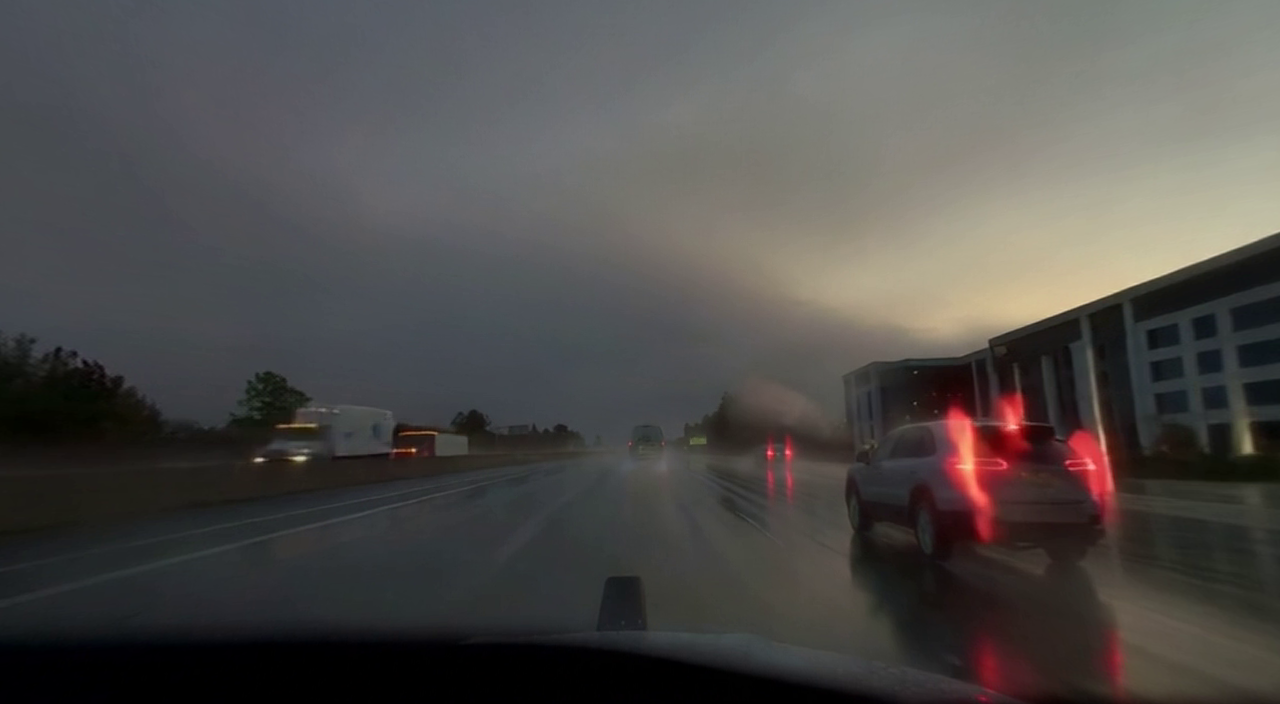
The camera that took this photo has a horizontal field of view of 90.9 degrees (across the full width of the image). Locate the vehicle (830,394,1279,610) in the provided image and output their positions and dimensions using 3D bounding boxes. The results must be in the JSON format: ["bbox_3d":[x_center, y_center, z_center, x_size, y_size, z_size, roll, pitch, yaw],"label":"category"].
[{"bbox_3d":[4.003,1.509,7.286,2.008,1.595,5.082,0,-9,0],"label":"vehicle"}]

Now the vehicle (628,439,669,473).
[{"bbox_3d":[0.373,5.484,33.290,2.015,1.639,4.086,0,-9,-1],"label":"vehicle"}]

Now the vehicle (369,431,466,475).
[{"bbox_3d":[-15.670,7.310,45.636,2.723,2.765,11.554,0,-9,1],"label":"vehicle"}]

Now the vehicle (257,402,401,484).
[{"bbox_3d":[-15.734,4.767,32.850,3.049,3.710,8.153,0,-9,1],"label":"vehicle"}]
